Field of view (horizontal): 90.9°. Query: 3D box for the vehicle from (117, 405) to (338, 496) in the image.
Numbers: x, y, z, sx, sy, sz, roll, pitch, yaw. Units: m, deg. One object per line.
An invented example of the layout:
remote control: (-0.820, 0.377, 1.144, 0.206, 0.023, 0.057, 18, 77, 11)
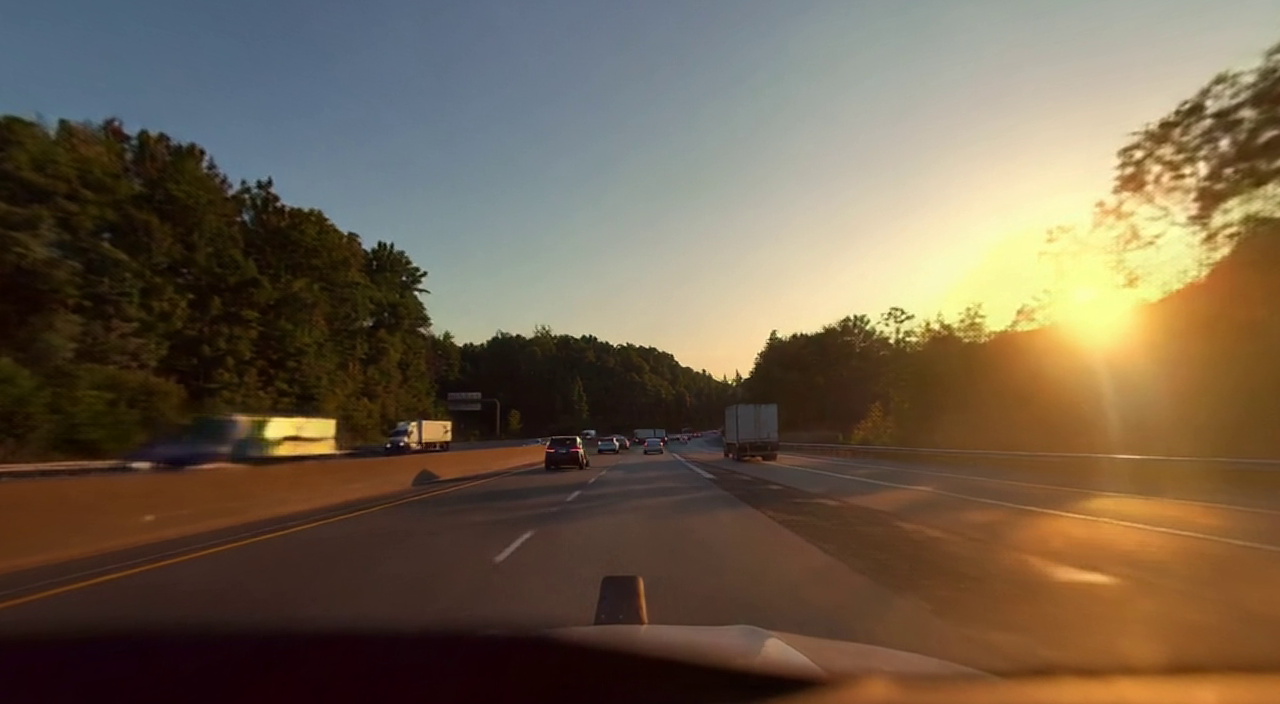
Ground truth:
vehicle: (-11.659, 2.852, 18.637, 2.310, 2.226, 6.079, 0, -8, 1)

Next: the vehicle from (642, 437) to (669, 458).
vehicle: (1.171, 7.302, 48.341, 2.004, 1.465, 3.842, 0, -8, 1)

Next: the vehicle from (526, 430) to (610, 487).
vehicle: (-2.211, 3.389, 20.492, 2.137, 1.618, 4.209, 0, -8, 1)
